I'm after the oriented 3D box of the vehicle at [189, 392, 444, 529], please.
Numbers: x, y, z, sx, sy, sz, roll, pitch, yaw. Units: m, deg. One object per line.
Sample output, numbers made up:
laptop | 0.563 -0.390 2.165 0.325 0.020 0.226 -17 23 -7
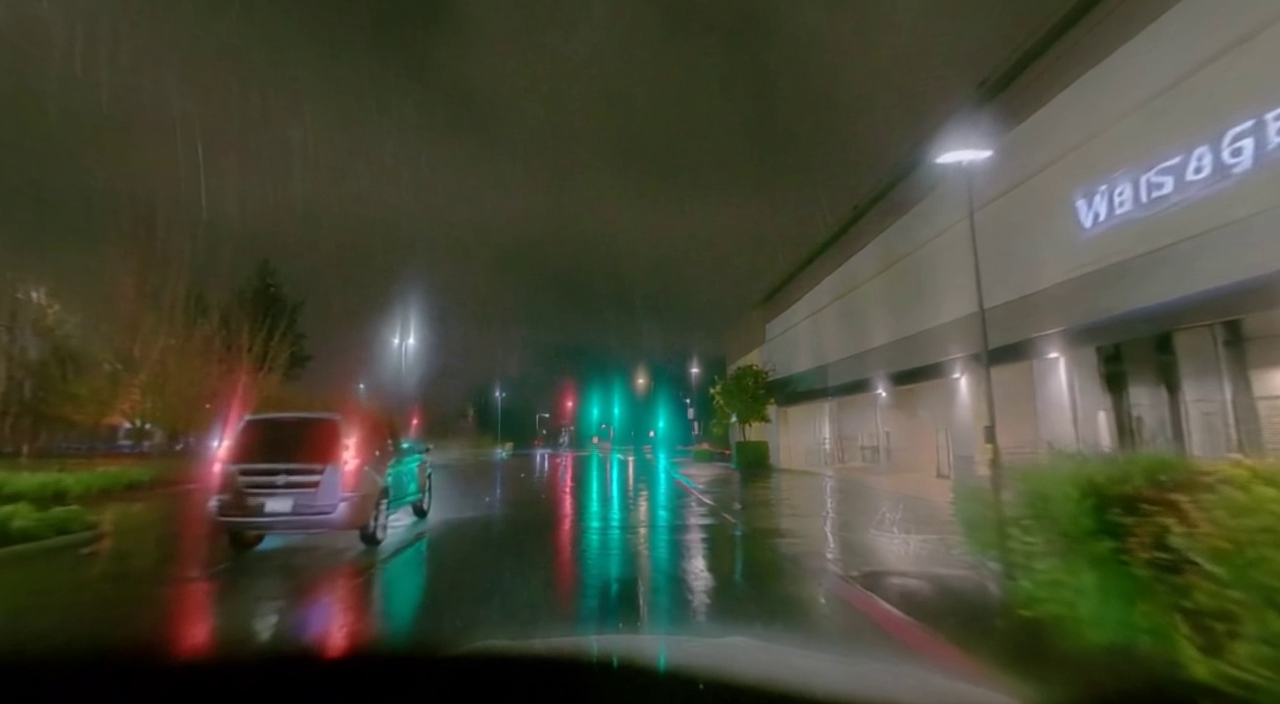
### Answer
vehicle | -5.017 1.768 10.752 2.180 1.806 4.541 0 -8 -4
